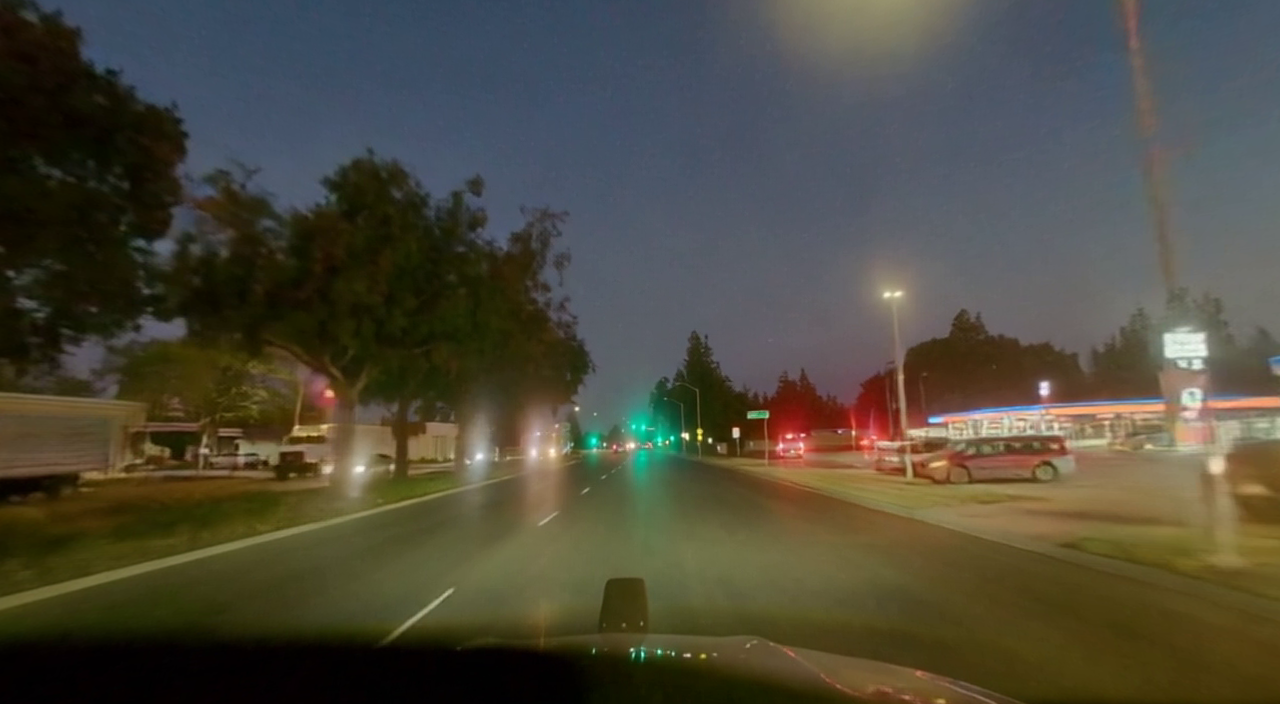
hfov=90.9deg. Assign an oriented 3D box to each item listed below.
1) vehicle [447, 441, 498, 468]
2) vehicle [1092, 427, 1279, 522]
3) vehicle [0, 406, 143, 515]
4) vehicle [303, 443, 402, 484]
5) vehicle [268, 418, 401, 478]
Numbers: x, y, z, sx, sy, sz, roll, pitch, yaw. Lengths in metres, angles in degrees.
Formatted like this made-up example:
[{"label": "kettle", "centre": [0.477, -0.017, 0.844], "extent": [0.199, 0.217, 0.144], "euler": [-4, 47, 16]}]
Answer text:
[{"label": "vehicle", "centre": [-11.033, 6.767, 41.874], "extent": [2.078, 1.656, 4.624], "euler": [0, -9, 1]}, {"label": "vehicle", "centre": [11.345, 2.190, 11.748], "extent": [4.274, 1.487, 1.918], "euler": [-2, -8, 1]}, {"label": "vehicle", "centre": [-18.993, 3.157, 18.401], "extent": [2.837, 2.953, 7.214], "euler": [0, -9, 2]}, {"label": "vehicle", "centre": [-11.416, 4.453, 25.433], "extent": [1.860, 1.495, 4.409], "euler": [0, -9, 1]}, {"label": "vehicle", "centre": [-18.849, 6.093, 40.024], "extent": [2.958, 3.304, 10.523], "euler": [0, -9, 1]}]
